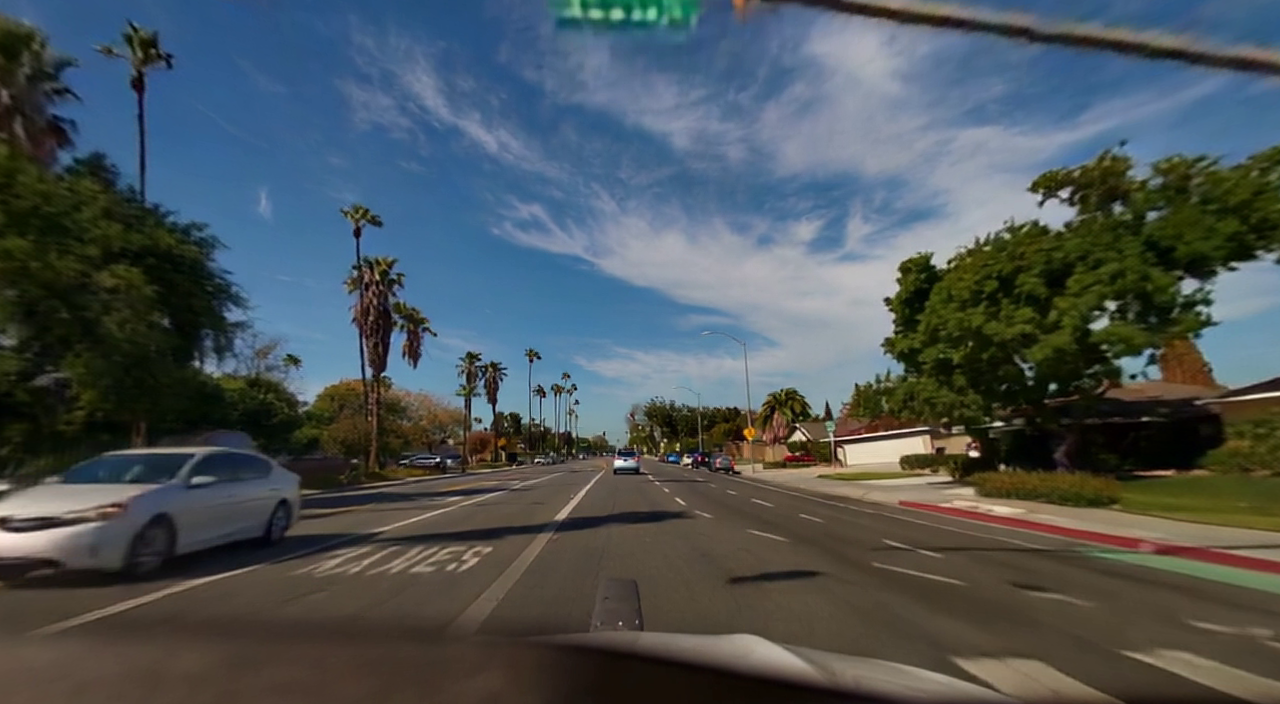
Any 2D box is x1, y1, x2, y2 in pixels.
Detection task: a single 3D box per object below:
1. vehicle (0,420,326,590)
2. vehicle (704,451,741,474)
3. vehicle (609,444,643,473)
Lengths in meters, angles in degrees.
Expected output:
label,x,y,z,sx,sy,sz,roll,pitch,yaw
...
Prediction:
label,x,y,z,sx,sy,sz,roll,pitch,yaw
vehicle,-6.208,1.877,8.435,1.983,1.684,3.938,-1,-9,0
vehicle,5.862,7.943,45.498,1.947,1.505,4.759,-1,-9,0
vehicle,-1.038,7.444,44.254,2.248,1.833,4.798,0,-9,-3
